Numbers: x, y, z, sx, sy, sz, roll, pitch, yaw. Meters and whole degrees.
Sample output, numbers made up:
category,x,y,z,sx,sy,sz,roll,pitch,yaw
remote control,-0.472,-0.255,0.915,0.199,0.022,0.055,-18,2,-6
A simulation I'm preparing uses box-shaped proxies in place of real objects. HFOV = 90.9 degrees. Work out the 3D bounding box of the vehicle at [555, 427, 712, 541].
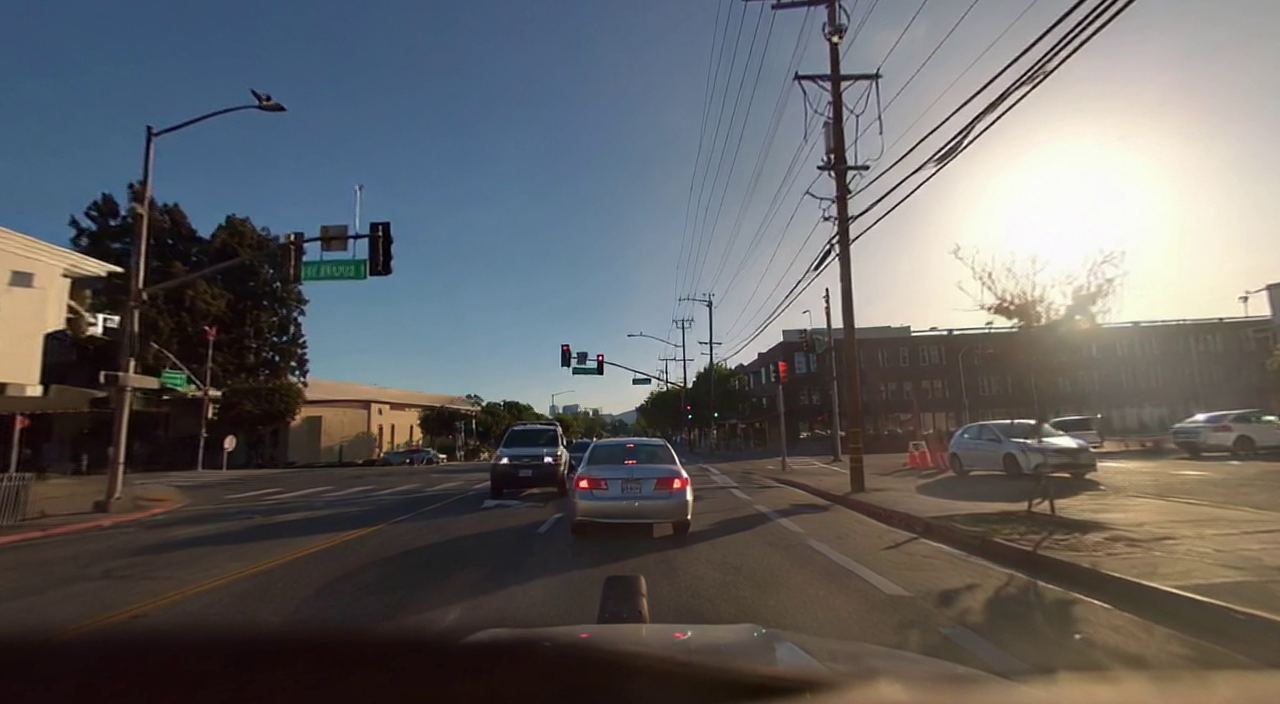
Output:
category,x,y,z,sx,sy,sz,roll,pitch,yaw
vehicle,-0.146,2.060,10.517,2.070,1.481,4.216,0,-8,-2

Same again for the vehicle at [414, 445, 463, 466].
category,x,y,z,sx,sy,sz,roll,pitch,yaw
vehicle,-15.584,7.941,48.584,2.111,1.511,4.641,6,-10,-37

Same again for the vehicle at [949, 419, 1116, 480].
category,x,y,z,sx,sy,sz,roll,pitch,yaw
vehicle,10.537,2.668,17.385,1.888,1.455,4.268,0,-8,1

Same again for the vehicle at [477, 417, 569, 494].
category,x,y,z,sx,sy,sz,roll,pitch,yaw
vehicle,-3.104,2.864,17.685,2.106,1.852,4.512,1,-8,-5

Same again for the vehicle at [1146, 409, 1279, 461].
category,x,y,z,sx,sy,sz,roll,pitch,yaw
vehicle,18.704,2.711,20.385,4.446,1.511,1.977,4,-10,-29

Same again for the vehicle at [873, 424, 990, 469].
category,x,y,z,sx,sy,sz,roll,pitch,yaw
vehicle,10.631,3.494,23.433,1.842,1.471,4.481,1,-8,-6
